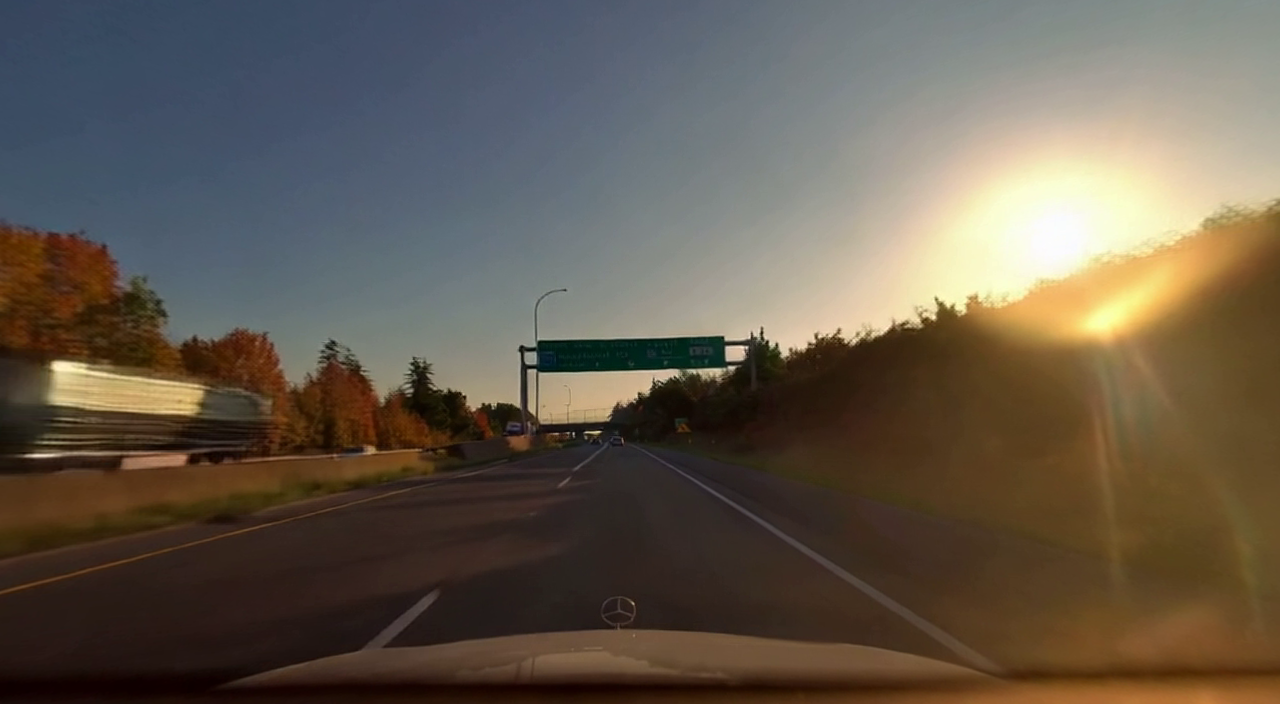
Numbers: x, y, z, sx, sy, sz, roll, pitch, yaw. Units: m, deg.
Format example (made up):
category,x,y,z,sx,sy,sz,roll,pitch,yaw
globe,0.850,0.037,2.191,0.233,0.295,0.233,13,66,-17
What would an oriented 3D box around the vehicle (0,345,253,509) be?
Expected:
category,x,y,z,sx,sy,sz,roll,pitch,yaw
vehicle,-17.445,2.350,19.133,2.859,4.050,14.064,0,-8,-2
